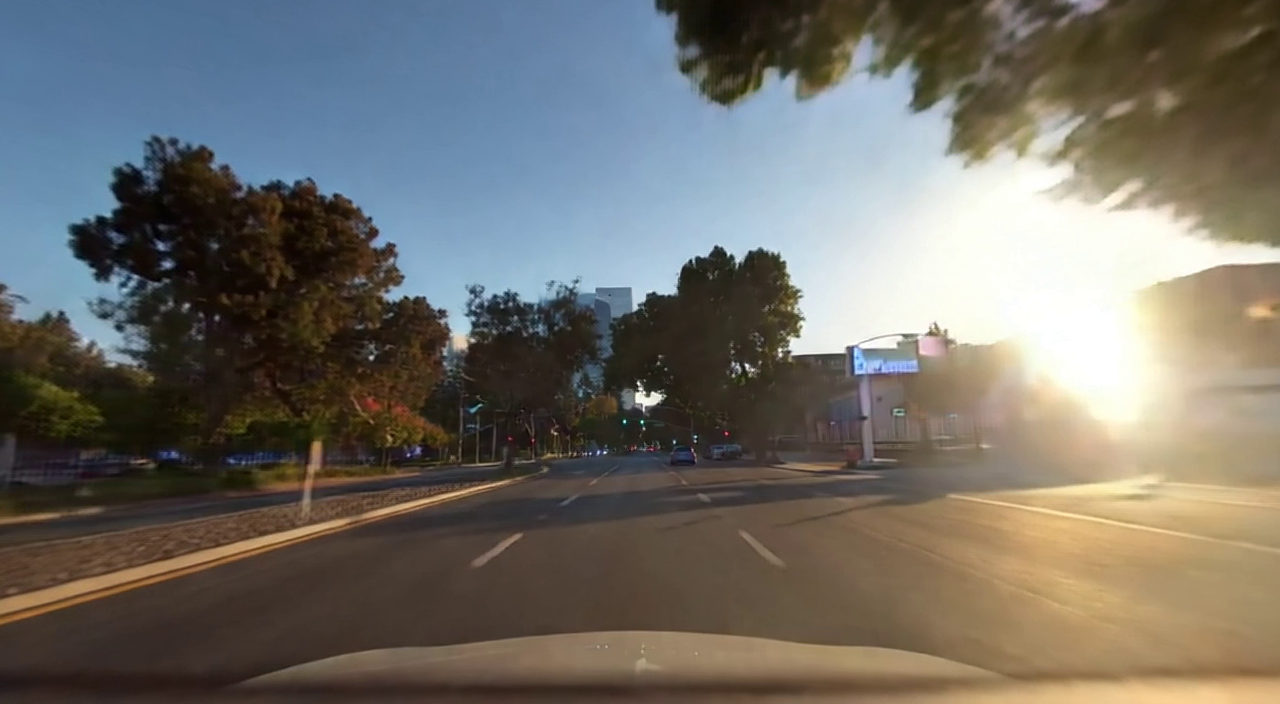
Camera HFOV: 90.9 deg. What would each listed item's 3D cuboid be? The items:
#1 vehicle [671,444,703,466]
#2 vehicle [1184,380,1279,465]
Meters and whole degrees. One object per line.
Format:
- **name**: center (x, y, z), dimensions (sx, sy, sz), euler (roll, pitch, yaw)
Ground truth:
- **vehicle**: center (3.404, 7.575, 46.534), dimensions (2.057, 1.470, 4.454), euler (0, -9, 0)
- **vehicle**: center (30.317, 3.429, 29.988), dimensions (8.374, 3.650, 2.884), euler (3, -9, -22)
